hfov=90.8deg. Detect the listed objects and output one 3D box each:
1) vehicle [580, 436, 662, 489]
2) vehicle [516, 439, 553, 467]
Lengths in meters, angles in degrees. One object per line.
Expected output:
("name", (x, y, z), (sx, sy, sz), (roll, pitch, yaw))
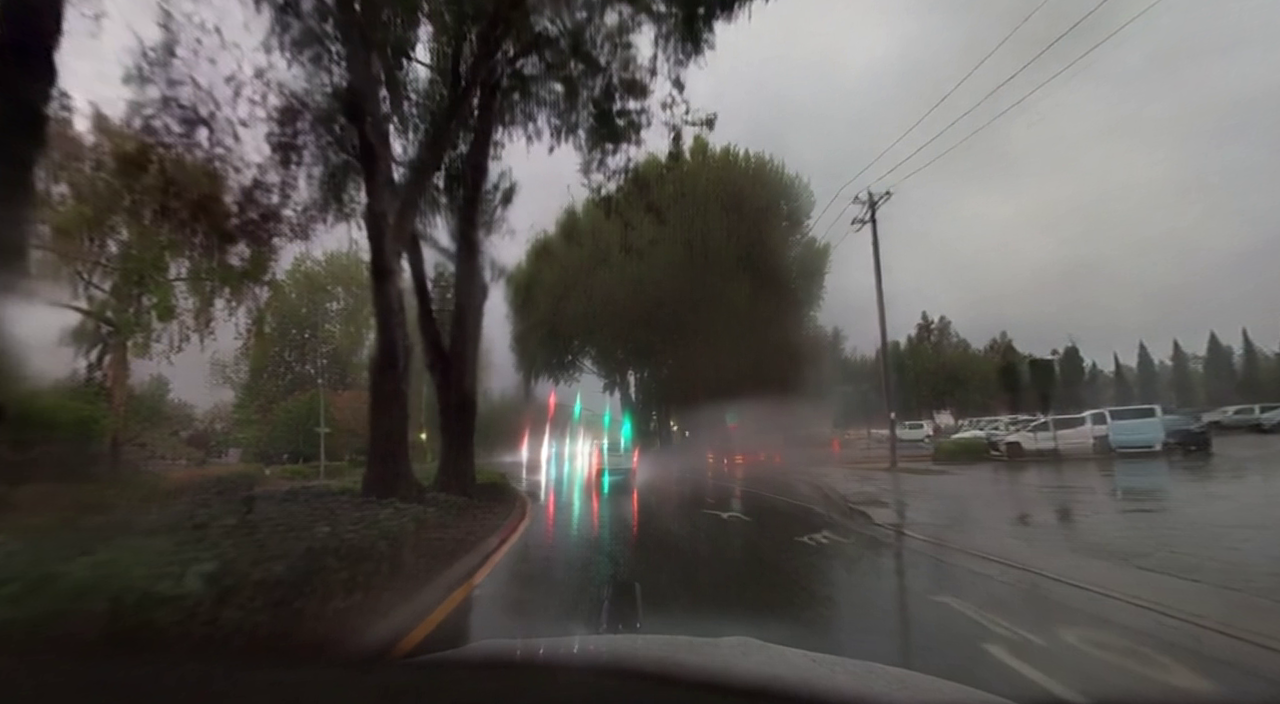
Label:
("vehicle", (-0.759, 3.572, 20.805), (2.266, 1.508, 4.430), (1, -8, -7))
("vehicle", (-6.689, 6.442, 40.359), (2.077, 1.665, 4.206), (1, -8, -6))
